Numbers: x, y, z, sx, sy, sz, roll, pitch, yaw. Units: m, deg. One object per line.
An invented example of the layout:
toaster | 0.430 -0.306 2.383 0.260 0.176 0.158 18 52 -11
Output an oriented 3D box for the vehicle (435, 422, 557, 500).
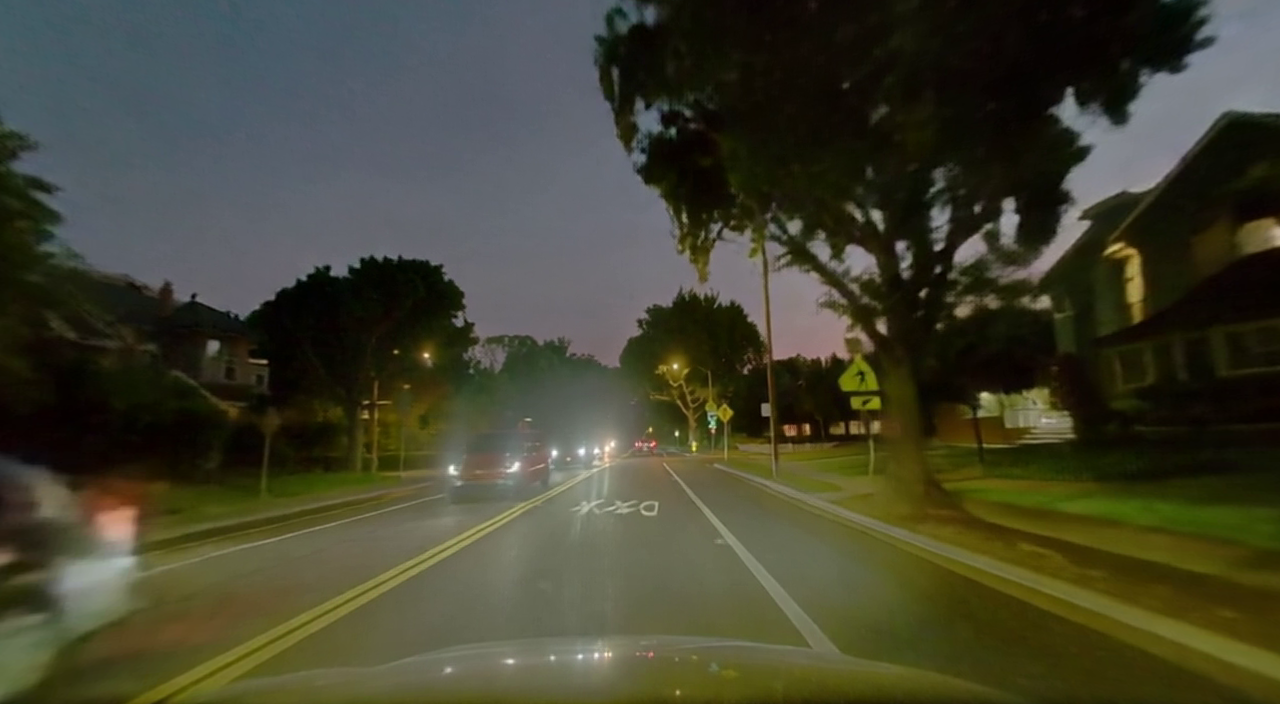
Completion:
vehicle | -4.032 3.155 18.749 2.267 1.975 5.112 0 -8 2

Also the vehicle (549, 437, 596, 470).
vehicle | -3.891 5.922 36.956 2.134 1.821 4.719 0 -8 1
